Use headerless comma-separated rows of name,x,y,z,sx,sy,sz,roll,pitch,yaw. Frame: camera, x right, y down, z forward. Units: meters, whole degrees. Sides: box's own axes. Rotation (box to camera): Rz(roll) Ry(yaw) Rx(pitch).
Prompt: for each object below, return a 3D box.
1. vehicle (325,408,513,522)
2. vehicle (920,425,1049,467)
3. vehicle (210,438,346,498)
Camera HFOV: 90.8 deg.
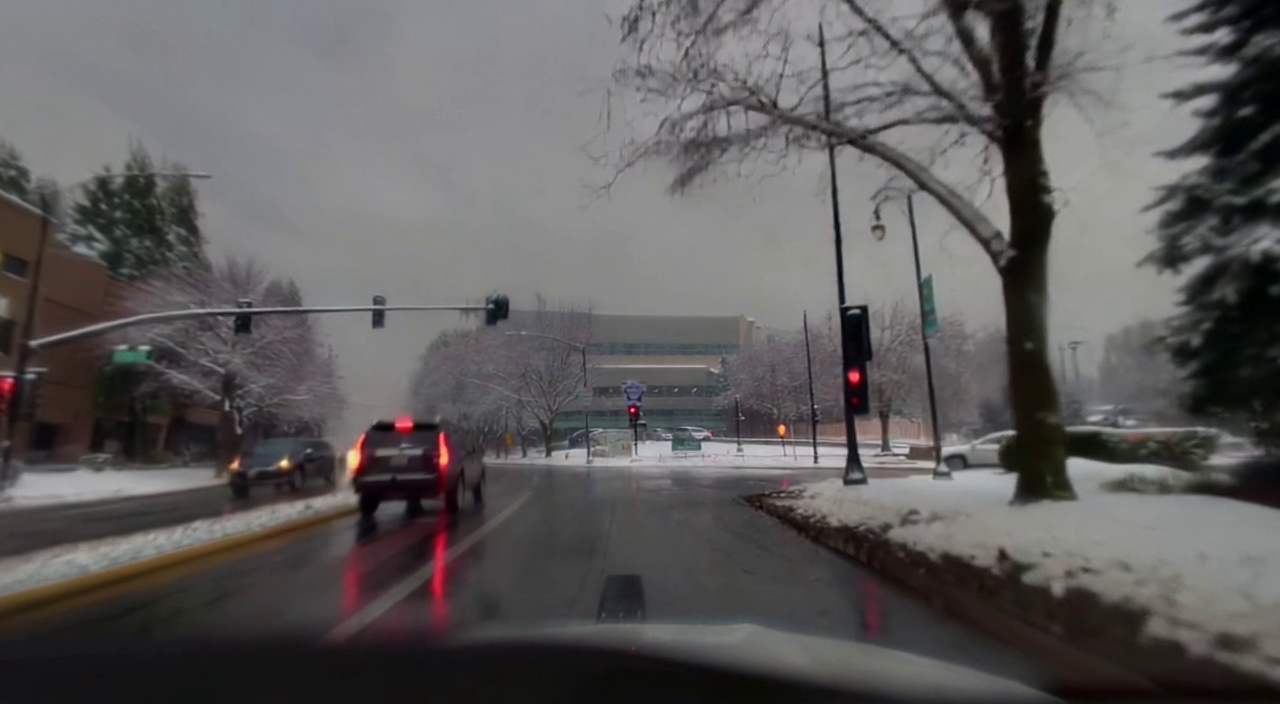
vehicle,-4.046,2.188,12.709,2.134,1.799,5.082,0,-9,-3
vehicle,15.569,4.304,28.906,4.857,1.803,2.147,-4,-9,21
vehicle,-12.079,3.859,21.550,2.433,1.784,4.681,1,-9,-9
